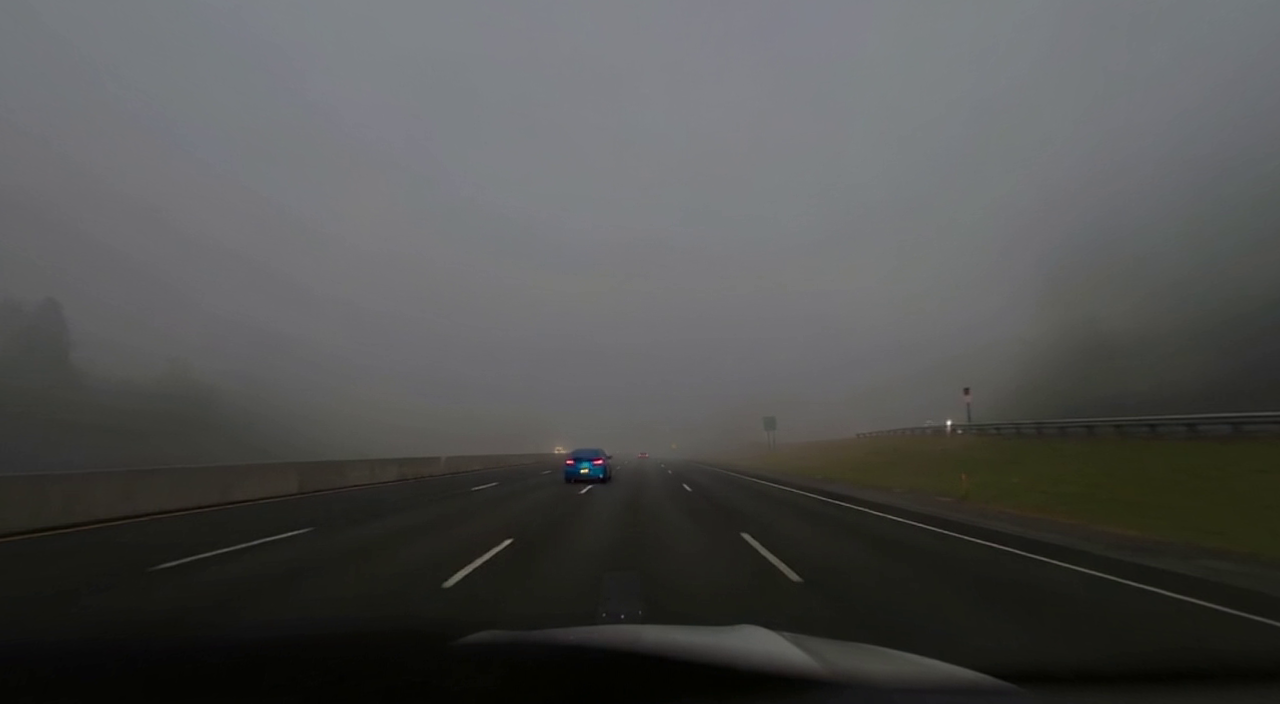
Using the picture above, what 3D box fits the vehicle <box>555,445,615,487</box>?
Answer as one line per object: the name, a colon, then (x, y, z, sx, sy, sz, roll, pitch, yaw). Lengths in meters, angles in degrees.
vehicle: (-2.076, 4.485, 25.012, 1.908, 1.515, 3.871, 0, -9, 2)
